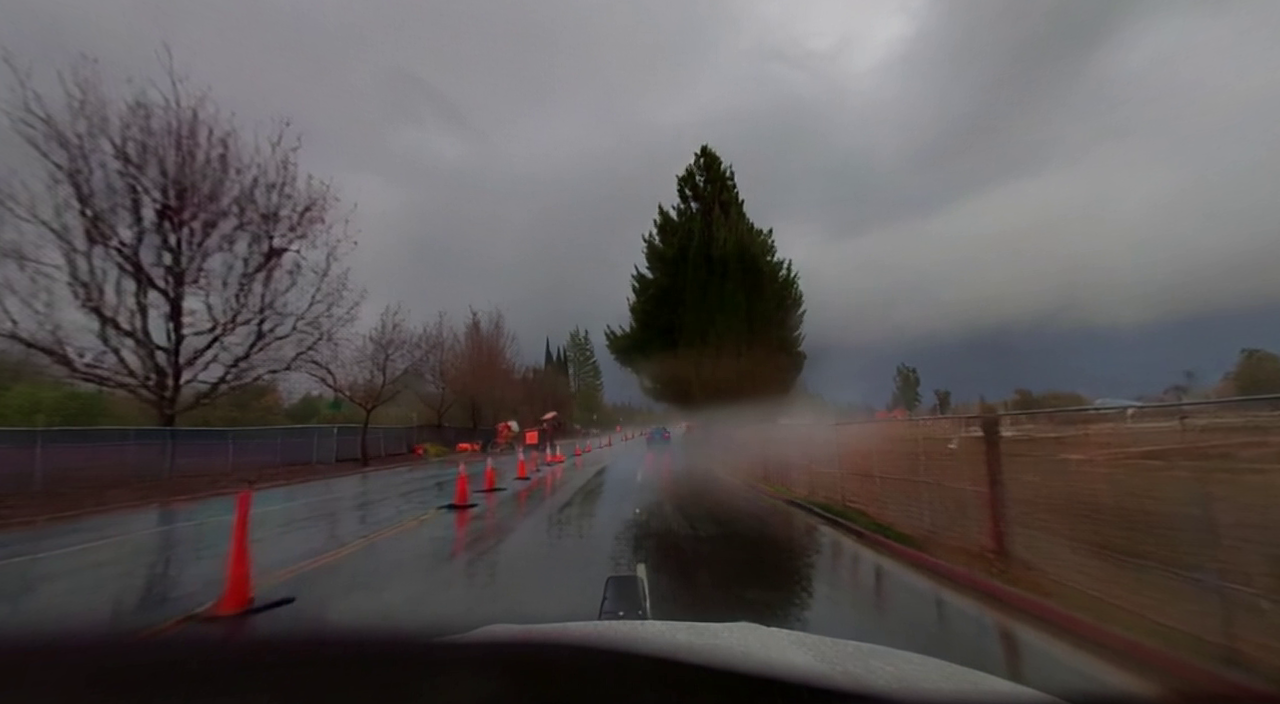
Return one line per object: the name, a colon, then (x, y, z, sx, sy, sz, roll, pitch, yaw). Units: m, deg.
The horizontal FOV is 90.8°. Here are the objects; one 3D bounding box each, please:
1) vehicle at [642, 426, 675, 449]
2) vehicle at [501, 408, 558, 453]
vehicle: (1.284, 5.971, 43.977, 2.172, 1.486, 3.581, -1, -9, 2)
vehicle: (-7.005, 5.036, 40.285, 3.064, 2.710, 2.385, -1, -9, 3)
